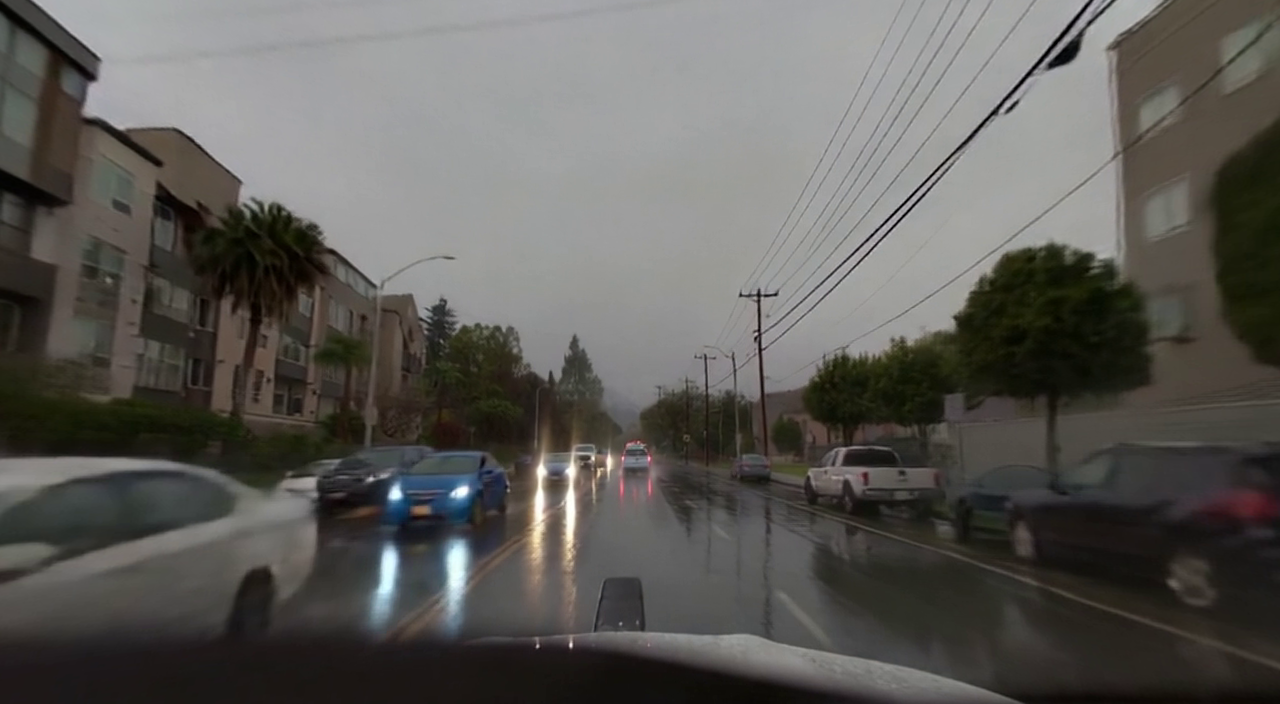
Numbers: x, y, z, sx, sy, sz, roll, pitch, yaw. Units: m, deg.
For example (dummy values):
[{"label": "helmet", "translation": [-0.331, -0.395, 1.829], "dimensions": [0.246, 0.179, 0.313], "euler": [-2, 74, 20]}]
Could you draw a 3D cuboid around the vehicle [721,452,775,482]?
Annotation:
[{"label": "vehicle", "translation": [5.858, 6.290, 34.765], "dimensions": [1.943, 1.490, 4.783], "euler": [0, -9, -2]}]

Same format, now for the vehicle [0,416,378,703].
[{"label": "vehicle", "translation": [-3.252, 1.124, 3.164], "dimensions": [1.972, 1.498, 4.304], "euler": [0, -9, 1]}]

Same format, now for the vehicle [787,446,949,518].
[{"label": "vehicle", "translation": [6.154, 3.569, 18.117], "dimensions": [2.350, 1.706, 5.901], "euler": [0, -9, -1]}]

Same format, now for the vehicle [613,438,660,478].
[{"label": "vehicle", "translation": [-0.126, 5.521, 33.037], "dimensions": [2.308, 1.940, 4.125], "euler": [-1, -9, 1]}]

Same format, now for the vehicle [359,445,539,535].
[{"label": "vehicle", "translation": [-3.629, 2.689, 13.047], "dimensions": [2.013, 1.497, 4.456], "euler": [-1, -9, 4]}]

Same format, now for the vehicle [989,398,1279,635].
[{"label": "vehicle", "translation": [6.204, 1.533, 6.463], "dimensions": [2.211, 1.884, 5.031], "euler": [0, -9, -2]}]

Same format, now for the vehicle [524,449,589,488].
[{"label": "vehicle", "translation": [-3.407, 4.859, 26.679], "dimensions": [2.057, 1.476, 4.593], "euler": [0, -9, 0]}]
